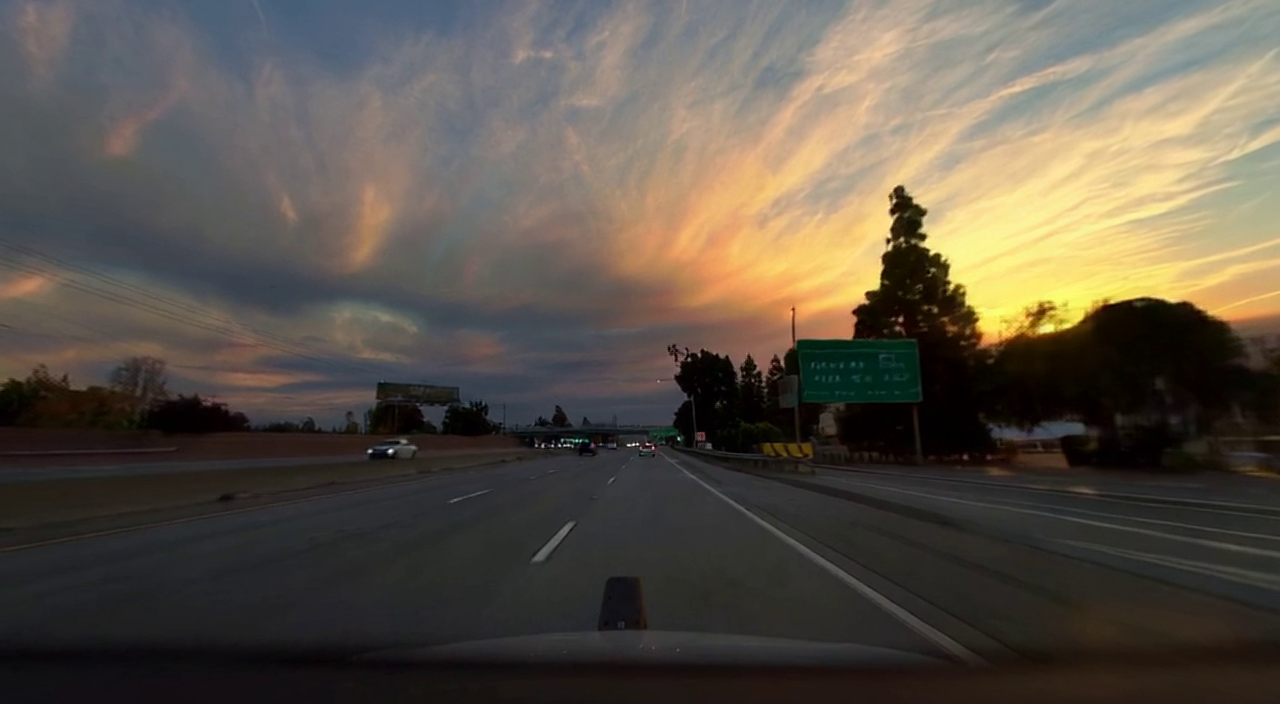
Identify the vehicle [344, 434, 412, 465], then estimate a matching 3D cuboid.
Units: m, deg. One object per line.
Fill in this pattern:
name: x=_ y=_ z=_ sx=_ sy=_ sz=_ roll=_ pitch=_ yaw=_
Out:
vehicle: x=-17.218 y=6.448 z=41.684 sx=2.259 sy=1.904 sz=4.708 roll=0 pitch=-8 yaw=3
